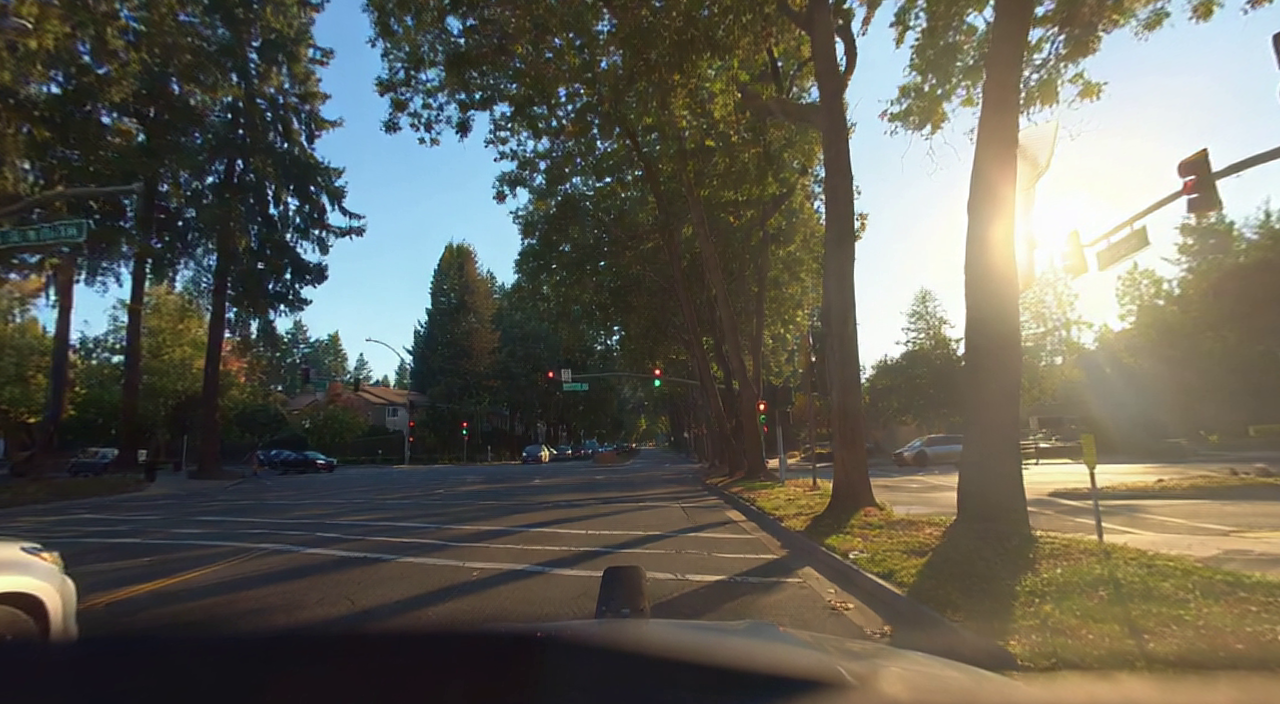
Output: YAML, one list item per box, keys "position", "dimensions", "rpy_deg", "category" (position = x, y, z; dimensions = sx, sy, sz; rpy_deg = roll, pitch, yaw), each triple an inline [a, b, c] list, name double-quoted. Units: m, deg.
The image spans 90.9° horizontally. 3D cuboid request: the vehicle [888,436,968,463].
- position: [16.159, 5.505, 35.570]
  dimensions: [3.952, 1.468, 1.768]
  rpy_deg: [-4, -9, 22]
  category: "vehicle"
